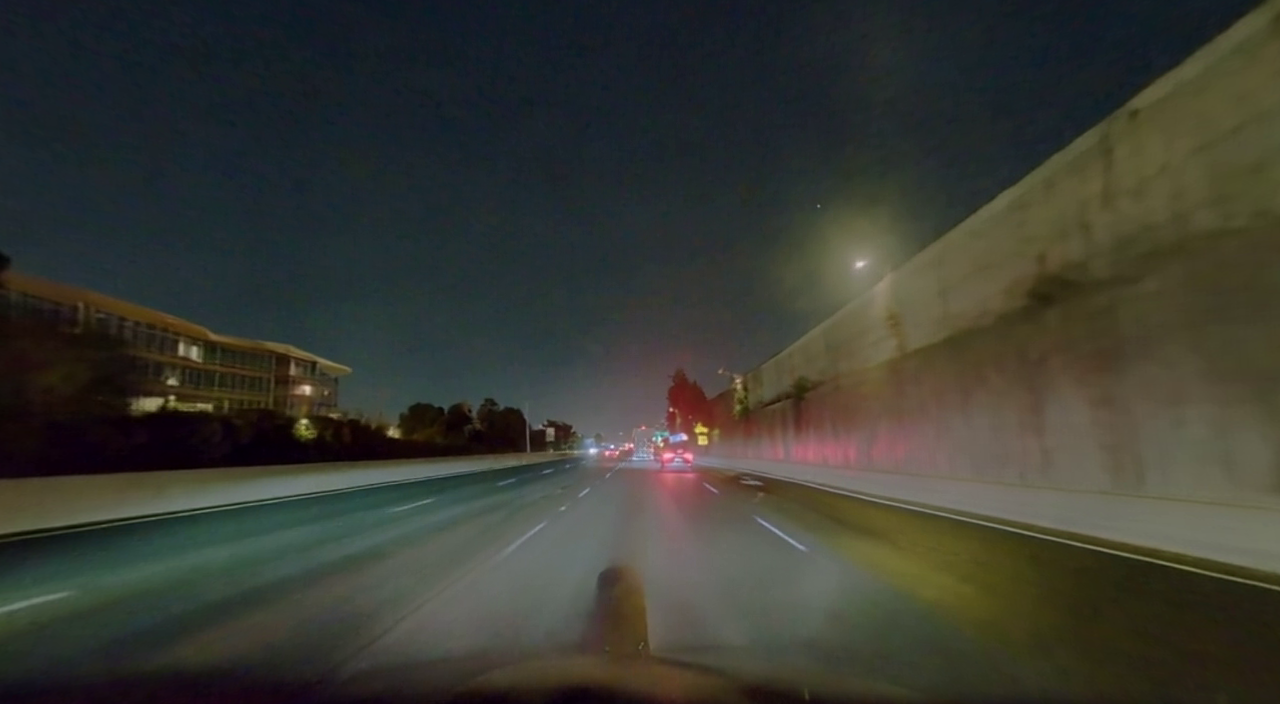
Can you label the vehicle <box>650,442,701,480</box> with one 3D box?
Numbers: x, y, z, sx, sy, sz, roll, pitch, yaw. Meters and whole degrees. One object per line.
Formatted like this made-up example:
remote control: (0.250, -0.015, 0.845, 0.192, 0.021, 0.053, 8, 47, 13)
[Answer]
vehicle: (1.512, 4.894, 28.494, 1.973, 1.536, 4.337, 0, -9, -1)
